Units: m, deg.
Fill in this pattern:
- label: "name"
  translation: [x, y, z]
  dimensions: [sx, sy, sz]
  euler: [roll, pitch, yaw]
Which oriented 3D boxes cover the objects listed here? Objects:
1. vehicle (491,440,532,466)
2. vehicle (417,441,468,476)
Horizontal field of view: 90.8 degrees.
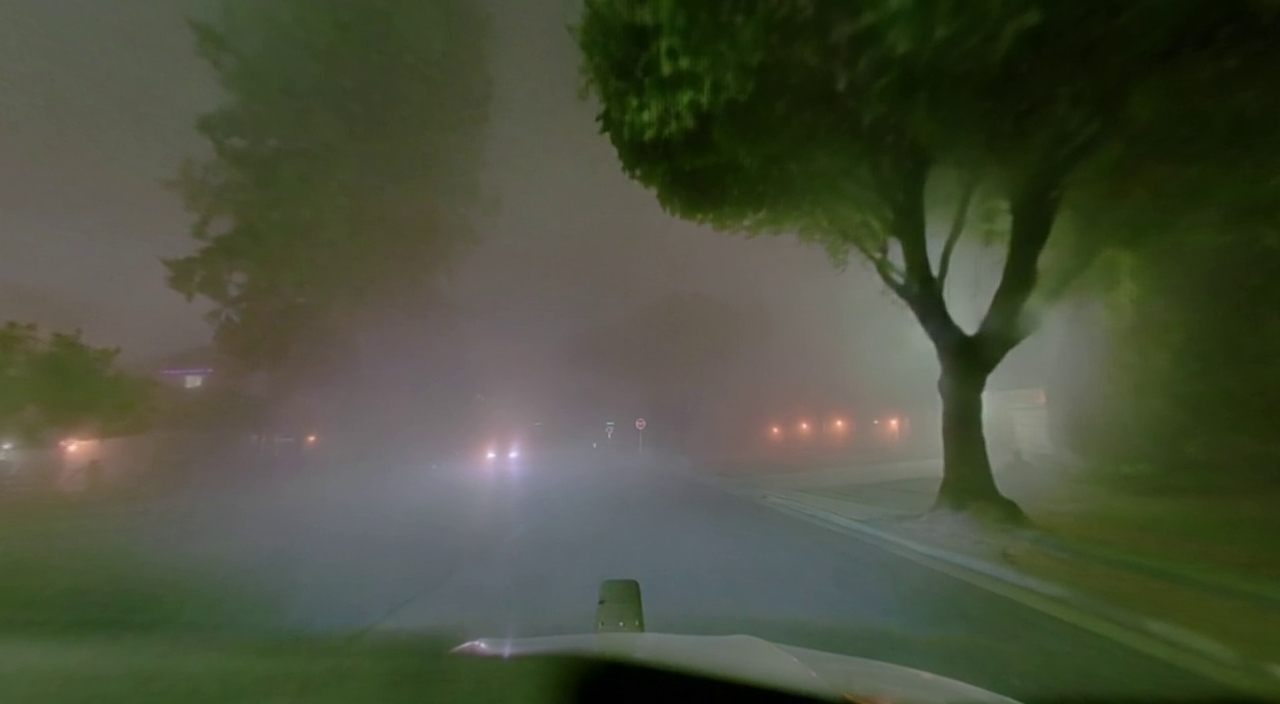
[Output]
- label: "vehicle"
  translation: [-7.950, 6.279, 39.518]
  dimensions: [2.146, 1.506, 4.885]
  euler: [1, -9, -8]
- label: "vehicle"
  translation: [-10.094, 5.475, 32.633]
  dimensions: [1.994, 1.656, 4.334]
  euler: [1, -9, -11]
